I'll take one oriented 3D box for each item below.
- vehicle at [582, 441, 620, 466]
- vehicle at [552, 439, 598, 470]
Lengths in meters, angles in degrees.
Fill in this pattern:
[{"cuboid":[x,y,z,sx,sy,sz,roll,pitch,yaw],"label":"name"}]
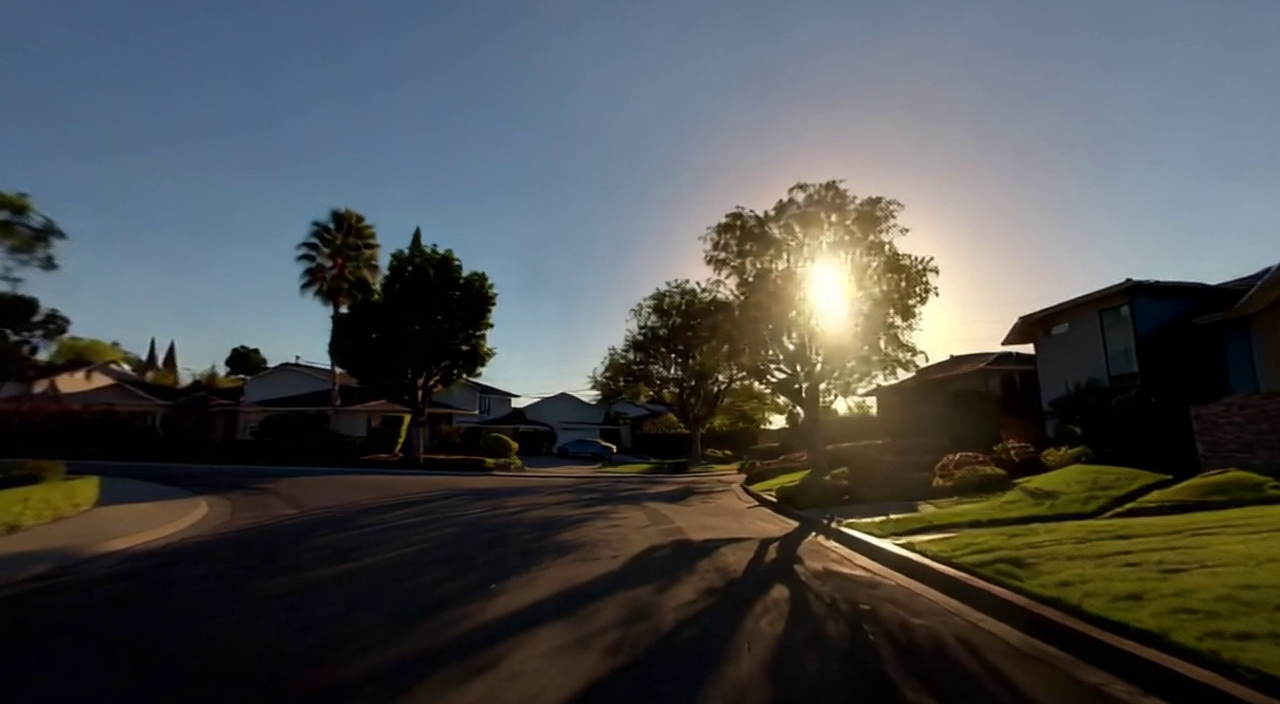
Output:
[{"cuboid":[-2.966,7.734,48.423,2.058,1.749,4.560,-3,-8,6],"label":"vehicle"},{"cuboid":[-4.140,6.570,40.784,2.180,1.752,4.700,-3,-8,3],"label":"vehicle"}]
